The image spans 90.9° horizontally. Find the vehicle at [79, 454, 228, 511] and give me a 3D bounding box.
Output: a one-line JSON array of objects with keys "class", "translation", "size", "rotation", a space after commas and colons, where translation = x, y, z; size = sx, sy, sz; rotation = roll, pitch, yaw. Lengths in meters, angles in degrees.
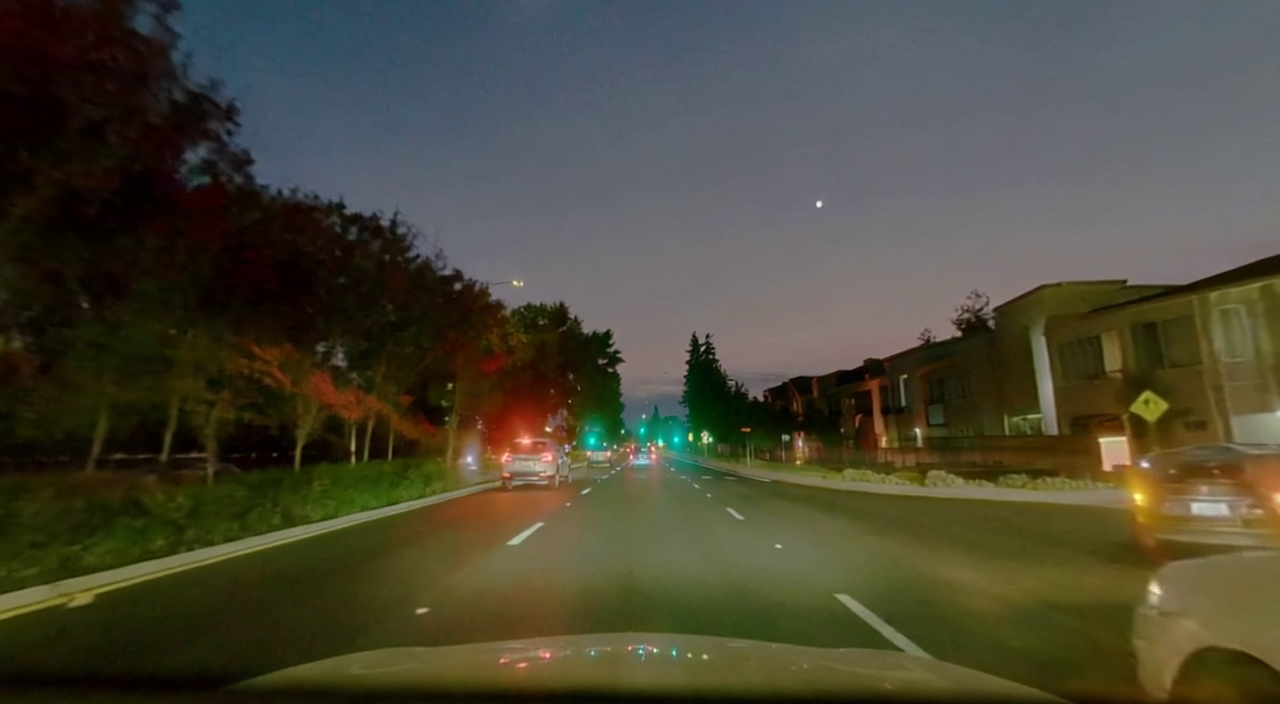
[{"class": "vehicle", "translation": [-17.431, 4.643, 22.919], "size": [1.899, 1.790, 4.340], "rotation": [0, -8, 0]}]

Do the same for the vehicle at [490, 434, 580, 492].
[{"class": "vehicle", "translation": [-3.611, 3.940, 22.777], "size": [2.216, 1.828, 4.886], "rotation": [0, -8, 2]}]

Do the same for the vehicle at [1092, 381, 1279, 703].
[{"class": "vehicle", "translation": [3.188, 0.676, 0.881], "size": [1.945, 1.530, 4.320], "rotation": [0, -8, 1]}]

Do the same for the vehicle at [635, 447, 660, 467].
[{"class": "vehicle", "translation": [0.625, 8.298, 49.961], "size": [1.940, 1.501, 4.133], "rotation": [0, -8, 1]}]
